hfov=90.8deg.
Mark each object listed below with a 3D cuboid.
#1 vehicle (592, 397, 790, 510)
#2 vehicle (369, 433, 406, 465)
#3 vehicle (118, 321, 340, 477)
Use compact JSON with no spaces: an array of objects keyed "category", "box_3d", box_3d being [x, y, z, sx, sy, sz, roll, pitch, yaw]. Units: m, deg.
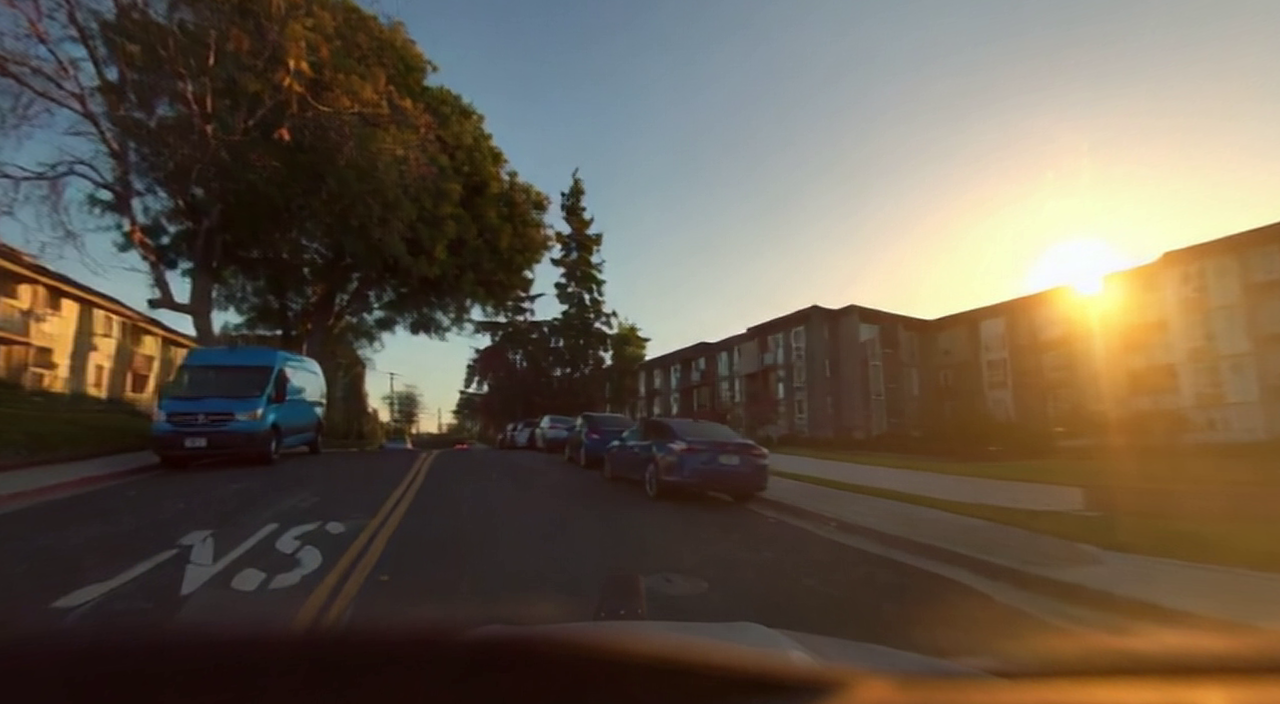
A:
[{"category":"vehicle","box_3d":[0.552,1.628,10.511,1.827,1.436,4.322,1,-8,-16]},{"category":"vehicle","box_3d":[-17.925,6.837,44.986,2.090,1.674,4.457,-3,-3,-18]},{"category":"vehicle","box_3d":[-8.847,1.186,14.579,2.546,2.664,6.863,-2,-6,-18]}]
